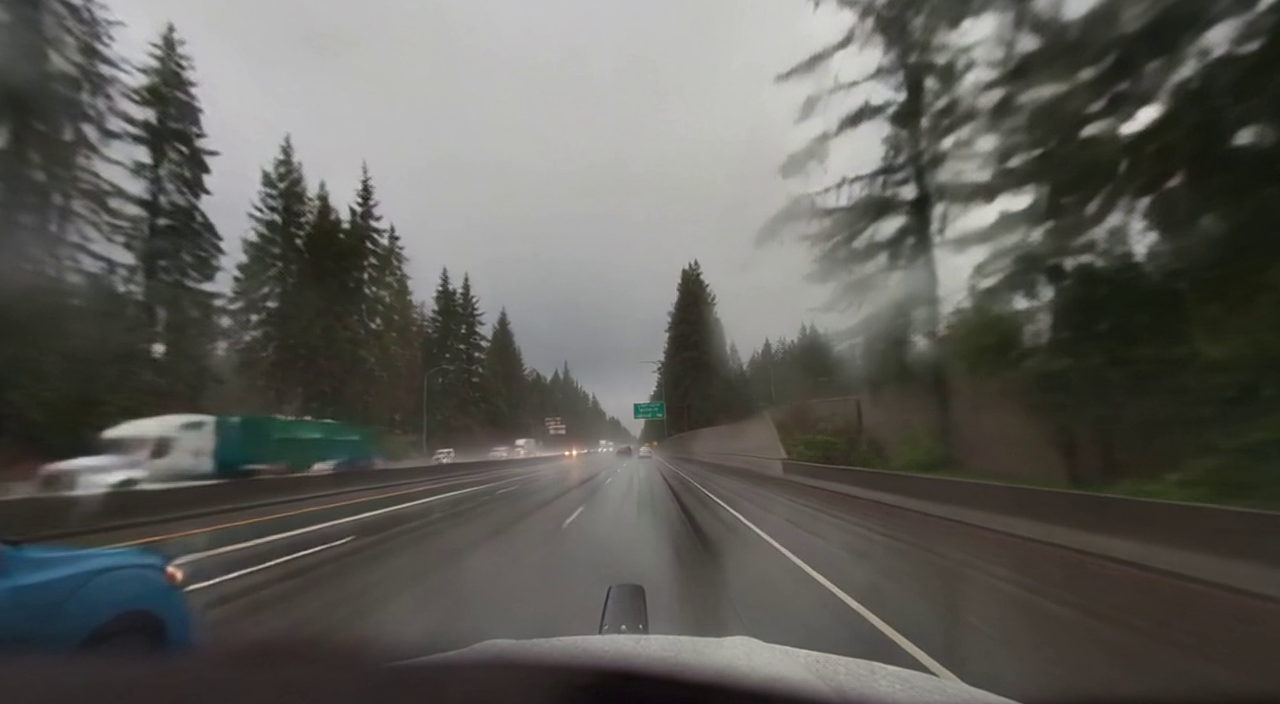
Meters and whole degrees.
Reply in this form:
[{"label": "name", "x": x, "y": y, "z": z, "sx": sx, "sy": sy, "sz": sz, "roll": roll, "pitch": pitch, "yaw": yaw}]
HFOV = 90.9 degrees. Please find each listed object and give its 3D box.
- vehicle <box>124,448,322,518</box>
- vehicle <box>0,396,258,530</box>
[{"label": "vehicle", "x": -11.007, "y": 3.437, "z": 17.219, "sx": 2.129, "sy": 1.560, "sz": 4.733, "roll": -1, "pitch": -8, "yaw": 1}, {"label": "vehicle", "x": -15.116, "y": 3.168, "z": 18.789, "sx": 2.935, "sy": 3.173, "sz": 7.113, "roll": 0, "pitch": -8, "yaw": 0}]
